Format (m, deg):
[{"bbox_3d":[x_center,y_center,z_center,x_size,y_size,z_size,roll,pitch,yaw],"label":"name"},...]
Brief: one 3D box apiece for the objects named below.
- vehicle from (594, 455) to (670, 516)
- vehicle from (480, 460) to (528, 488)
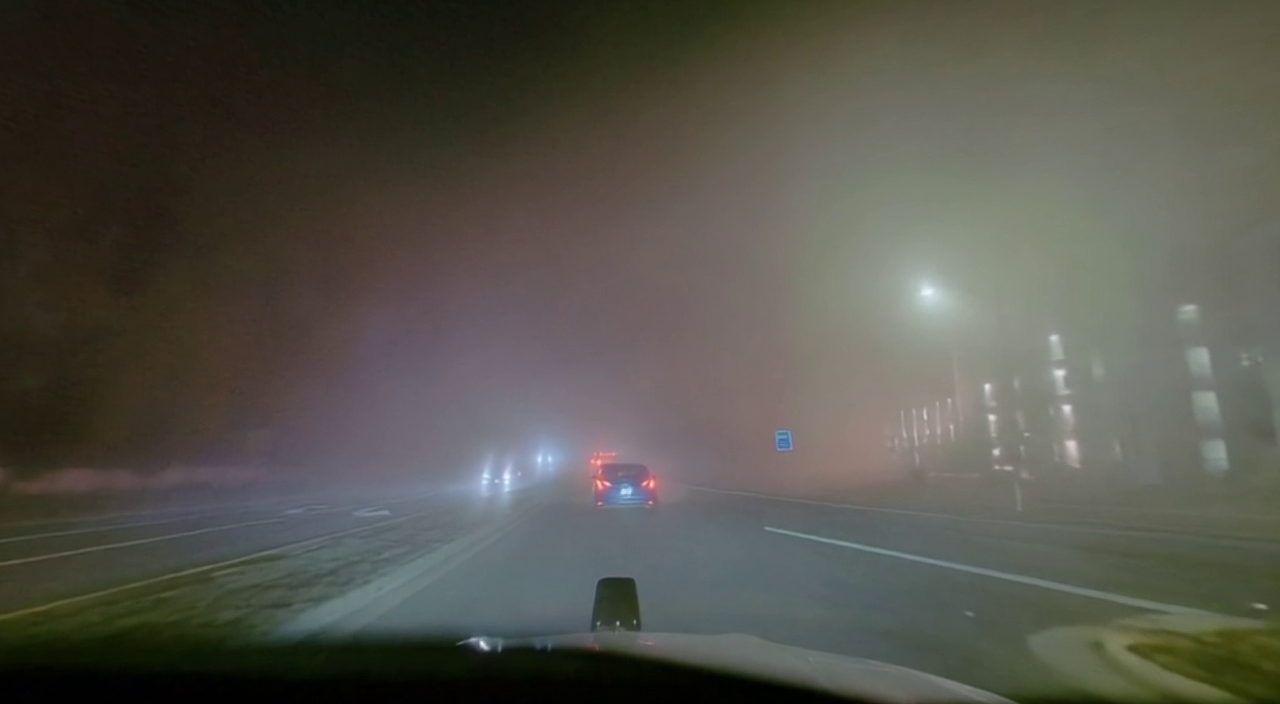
[{"bbox_3d":[-0.344,3.845,18.499,2.014,1.525,3.670,0,-9,-4],"label":"vehicle"},{"bbox_3d":[-8.244,7.415,38.418,2.018,1.498,4.168,-1,-9,0],"label":"vehicle"}]
